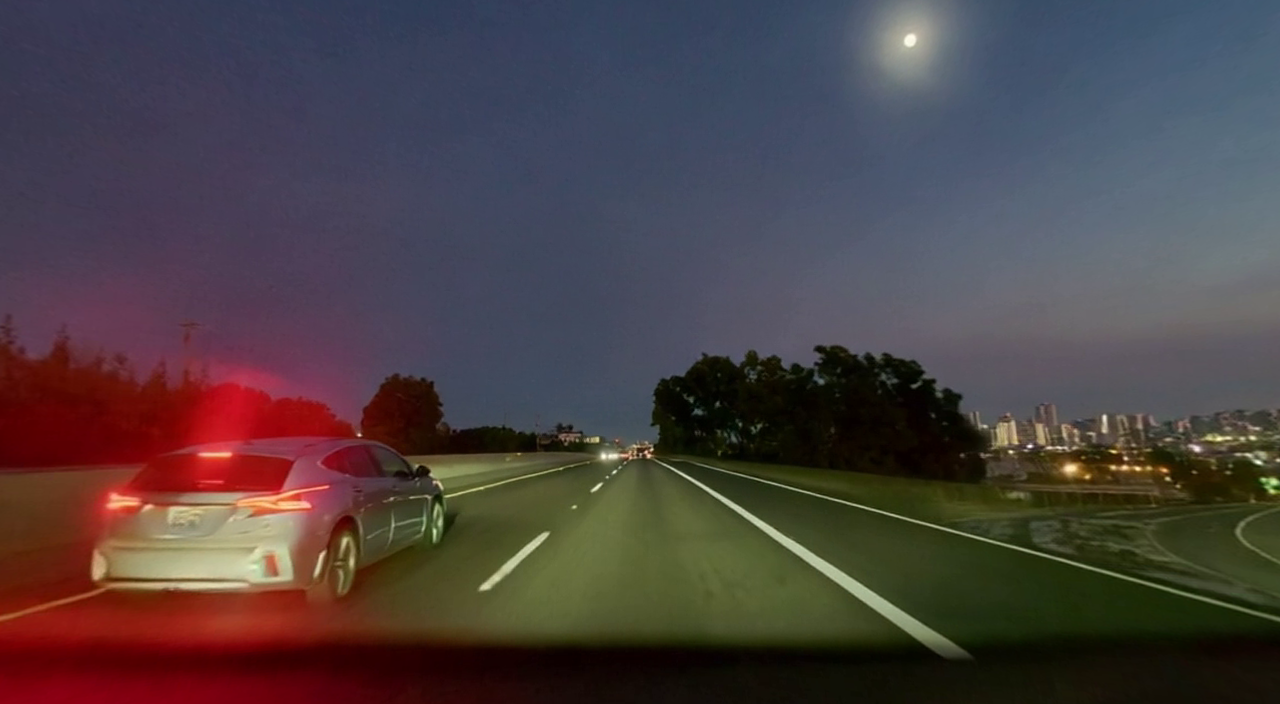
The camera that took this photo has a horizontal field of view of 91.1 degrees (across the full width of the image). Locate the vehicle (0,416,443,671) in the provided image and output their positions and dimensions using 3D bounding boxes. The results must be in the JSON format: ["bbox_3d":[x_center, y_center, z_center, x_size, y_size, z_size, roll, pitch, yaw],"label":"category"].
[{"bbox_3d":[-3.817,1.532,6.326,2.092,1.562,4.748,0,-8,1],"label":"vehicle"}]
